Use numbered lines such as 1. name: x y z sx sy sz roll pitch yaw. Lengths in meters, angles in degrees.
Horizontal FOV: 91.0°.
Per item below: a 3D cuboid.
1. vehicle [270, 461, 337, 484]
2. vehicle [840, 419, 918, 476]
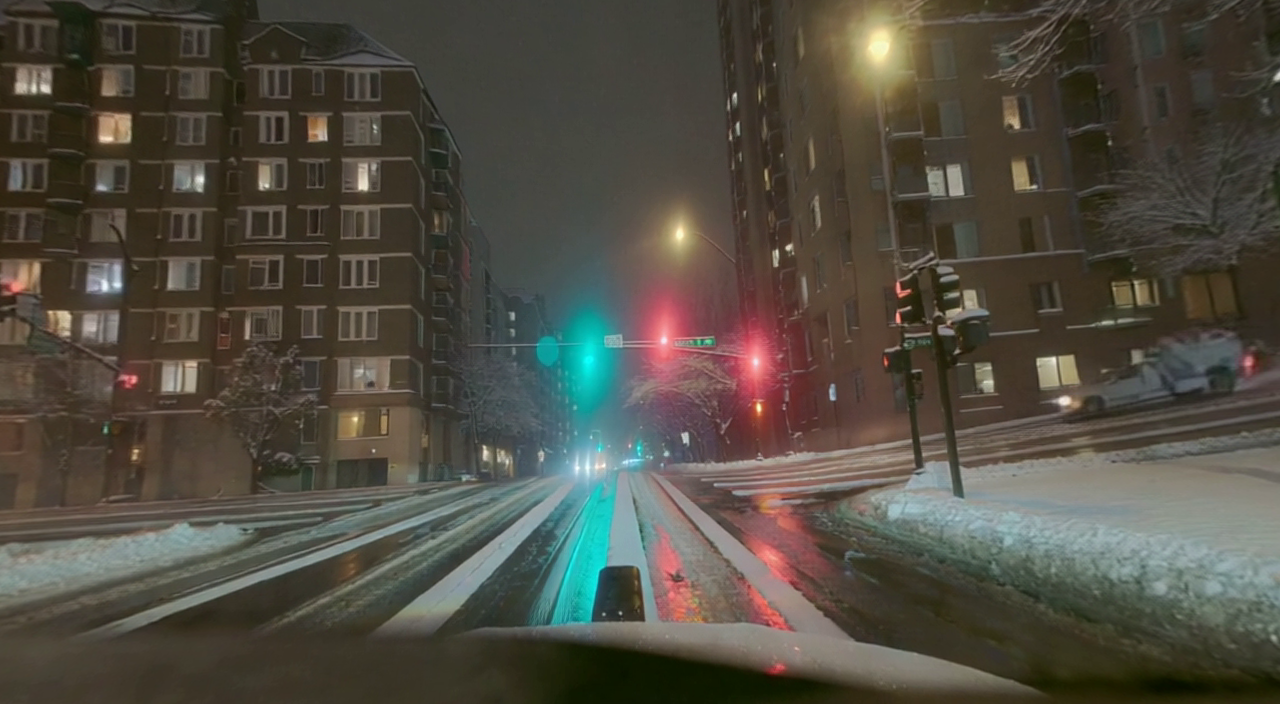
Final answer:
1. vehicle: -24.683 8.842 46.284 3.882 1.600 1.768 0 -9 2
2. vehicle: 14.085 5.710 37.687 2.948 3.071 7.295 -2 -9 10
